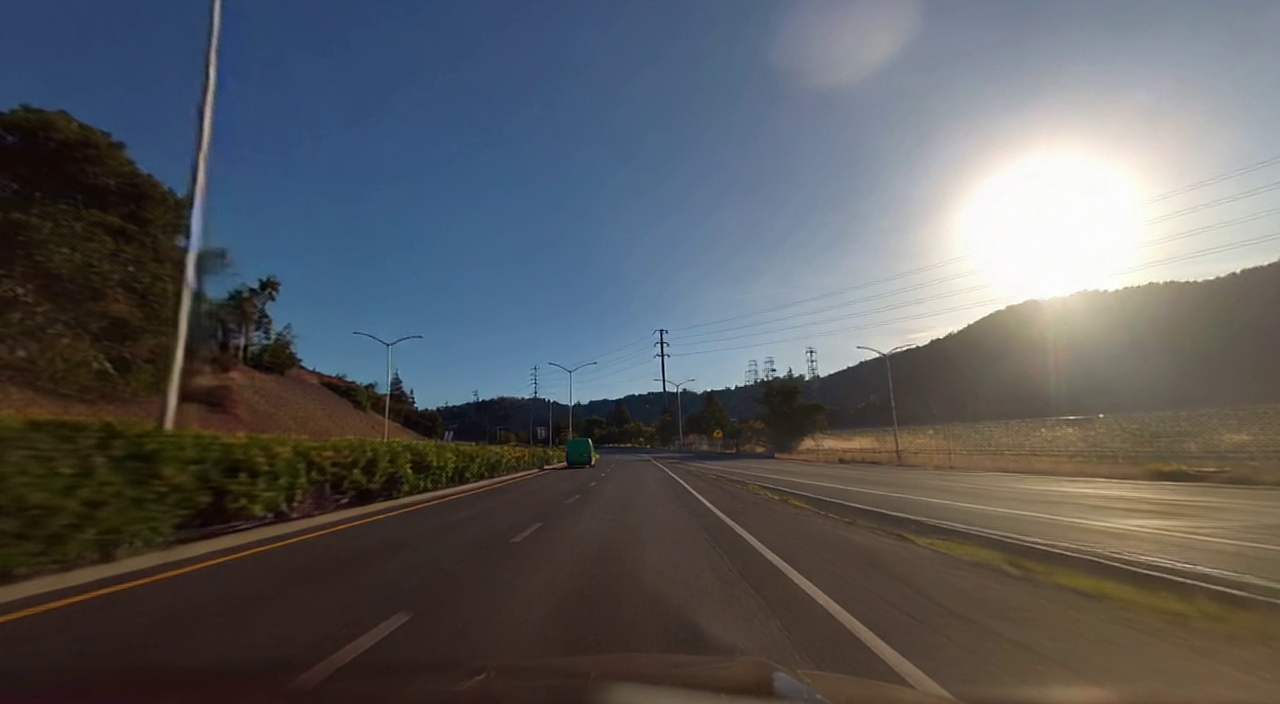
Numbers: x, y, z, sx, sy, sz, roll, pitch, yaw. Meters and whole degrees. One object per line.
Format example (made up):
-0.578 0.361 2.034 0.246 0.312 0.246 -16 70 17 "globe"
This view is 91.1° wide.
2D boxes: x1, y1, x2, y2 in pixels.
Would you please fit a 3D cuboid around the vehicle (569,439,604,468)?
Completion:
-3.896 7.463 46.437 2.270 2.023 4.632 0 -9 -2 "vehicle"
